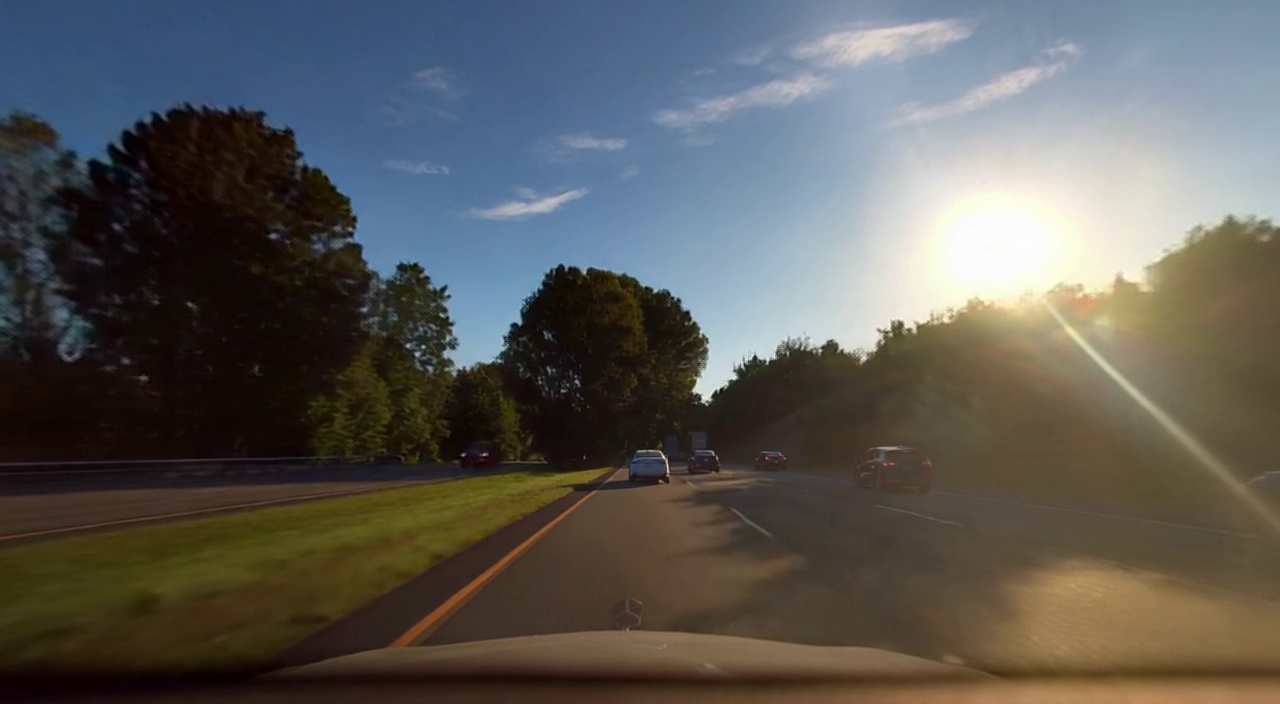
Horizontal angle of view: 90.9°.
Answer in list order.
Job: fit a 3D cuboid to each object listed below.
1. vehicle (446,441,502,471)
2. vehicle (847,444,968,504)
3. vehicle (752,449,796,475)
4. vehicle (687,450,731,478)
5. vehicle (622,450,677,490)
[{"bbox_3d":[-9.404,5.947,36.124,2.037,1.589,4.257,0,-9,0],"label":"vehicle"},{"bbox_3d":[7.689,3.507,18.556,1.847,1.554,3.752,0,-9,-1],"label":"vehicle"},{"bbox_3d":[8.640,7.136,40.961,1.957,1.594,3.632,0,-9,-1],"label":"vehicle"},{"bbox_3d":[3.963,6.502,36.834,1.981,1.518,4.029,0,-9,-1],"label":"vehicle"},{"bbox_3d":[0.366,4.652,25.109,2.020,1.426,3.702,0,-9,0],"label":"vehicle"}]
